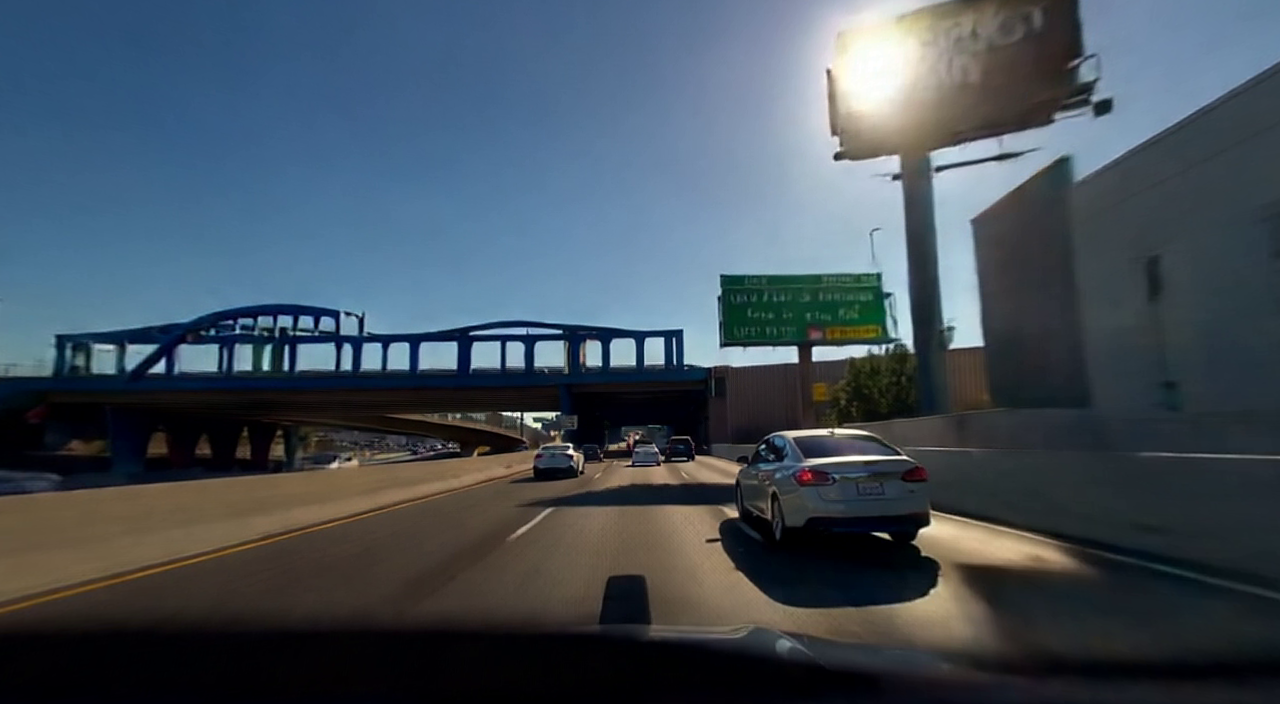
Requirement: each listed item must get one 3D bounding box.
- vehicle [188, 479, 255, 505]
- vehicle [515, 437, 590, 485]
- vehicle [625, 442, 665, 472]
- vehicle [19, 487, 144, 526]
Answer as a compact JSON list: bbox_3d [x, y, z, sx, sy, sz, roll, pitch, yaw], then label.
[{"bbox_3d":[-31.783,10.625,48.097,2.059,1.636,4.402,0,-8,0],"label":"vehicle"},{"bbox_3d":[-3.130,4.003,23.397,2.064,1.589,4.213,0,-8,2],"label":"vehicle"},{"bbox_3d":[0.252,5.280,31.953,1.877,1.386,3.872,0,-8,0],"label":"vehicle"},{"bbox_3d":[-28.323,7.840,32.227,2.125,1.513,4.588,0,-8,1],"label":"vehicle"}]
